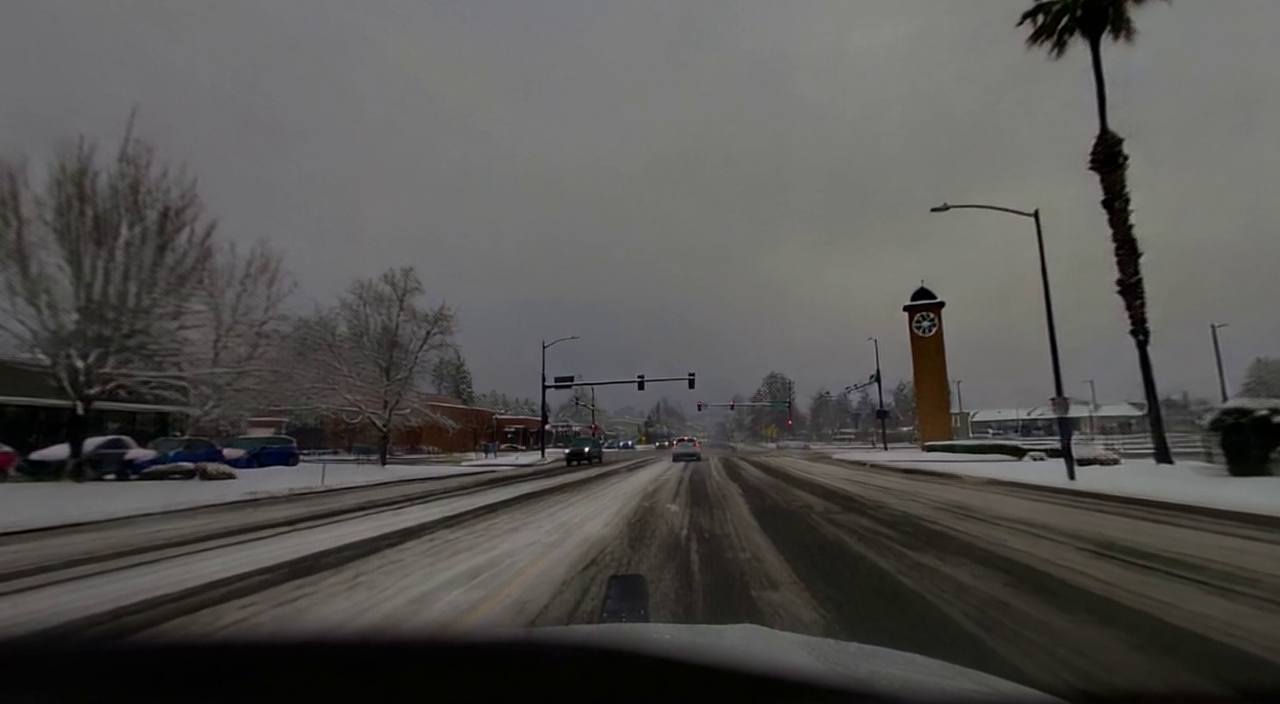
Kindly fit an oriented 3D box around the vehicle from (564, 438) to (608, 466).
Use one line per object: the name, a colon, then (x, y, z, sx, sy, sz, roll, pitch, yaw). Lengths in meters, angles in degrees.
vehicle: (-4.002, 7.568, 47.629, 2.366, 1.941, 5.823, -1, -9, 4)
